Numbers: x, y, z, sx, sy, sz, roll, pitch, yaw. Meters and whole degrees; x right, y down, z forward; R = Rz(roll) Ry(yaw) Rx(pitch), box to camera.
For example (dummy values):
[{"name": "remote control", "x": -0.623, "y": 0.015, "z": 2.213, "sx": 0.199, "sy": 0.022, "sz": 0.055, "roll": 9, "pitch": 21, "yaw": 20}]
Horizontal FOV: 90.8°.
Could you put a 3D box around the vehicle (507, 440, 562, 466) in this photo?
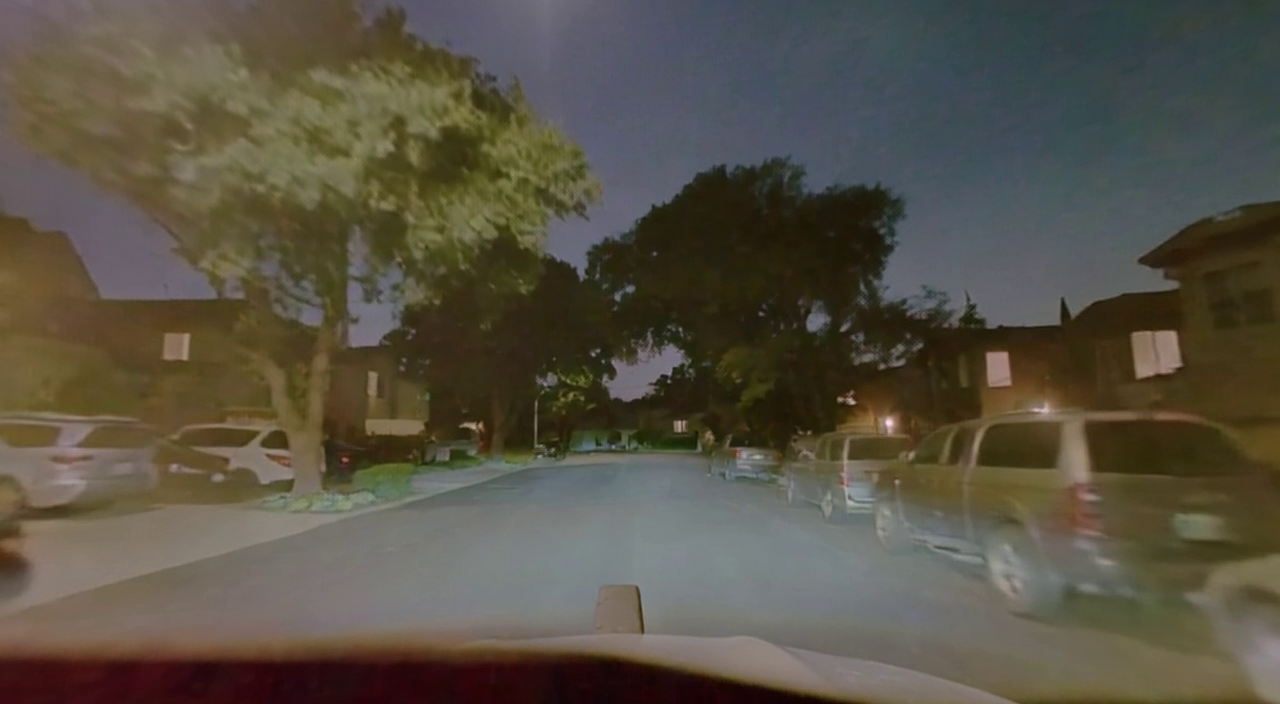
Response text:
[{"name": "vehicle", "x": -6.664, "y": 6.247, "z": 39.361, "sx": 2.236, "sy": 1.459, "sz": 4.832, "roll": 3, "pitch": -9, "yaw": -23}]

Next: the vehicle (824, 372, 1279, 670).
[{"name": "vehicle", "x": 3.831, "y": 1.435, "z": 6.699, "sx": 2.046, "sy": 1.835, "sz": 5.411, "roll": 0, "pitch": -8, "yaw": -1}]

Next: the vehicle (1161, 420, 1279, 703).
[{"name": "vehicle", "x": 3.902, "y": 0.764, "z": 0.990, "sx": 2.042, "sy": 1.456, "sz": 4.903, "roll": 0, "pitch": -8, "yaw": 1}]

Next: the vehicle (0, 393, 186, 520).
[{"name": "vehicle", "x": -10.667, "y": 1.686, "z": 10.318, "sx": 4.641, "sy": 1.844, "sz": 2.243, "roll": 0, "pitch": -8, "yaw": -5}]

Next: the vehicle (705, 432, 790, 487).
[{"name": "vehicle", "x": 3.921, "y": 3.986, "z": 24.067, "sx": 2.235, "sy": 1.829, "sz": 5.194, "roll": 0, "pitch": -8, "yaw": -1}]
